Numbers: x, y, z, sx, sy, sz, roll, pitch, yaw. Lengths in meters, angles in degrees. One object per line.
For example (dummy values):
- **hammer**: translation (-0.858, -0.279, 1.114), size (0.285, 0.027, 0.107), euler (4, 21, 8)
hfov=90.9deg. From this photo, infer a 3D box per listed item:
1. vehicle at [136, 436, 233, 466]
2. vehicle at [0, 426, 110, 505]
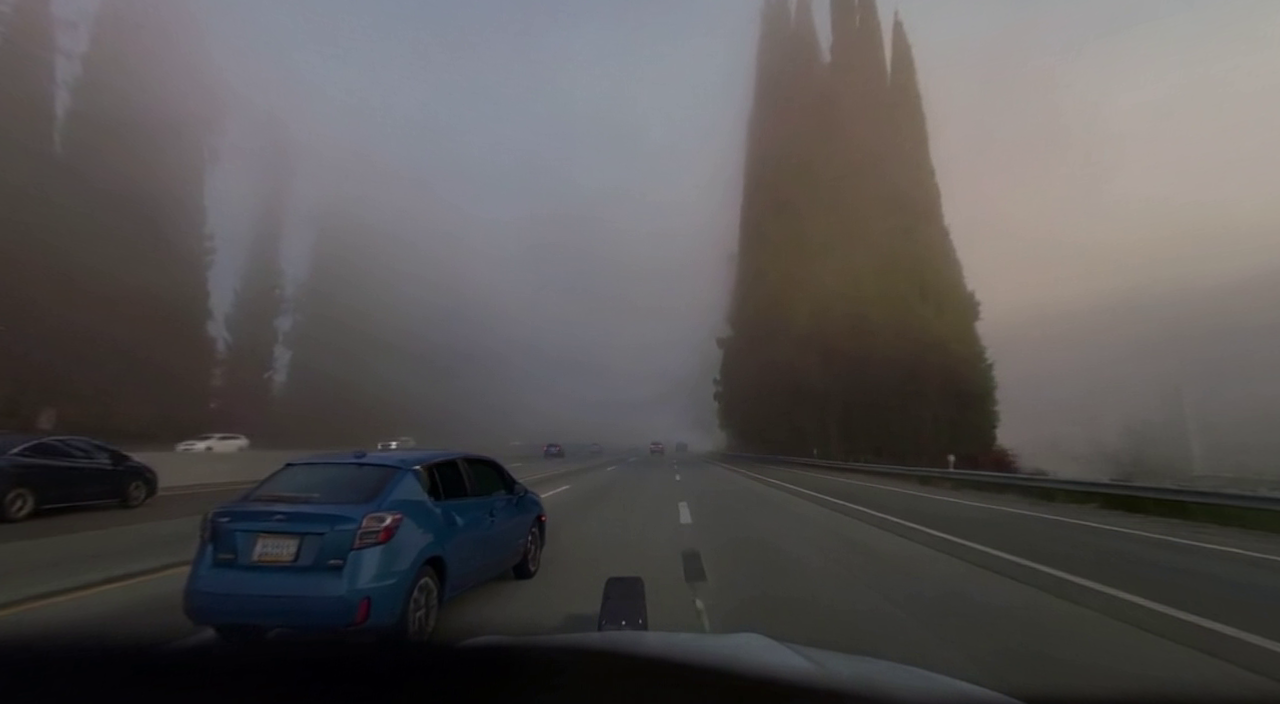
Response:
- **vehicle**: translation (-27.666, 6.029, 38.570), size (2.012, 1.687, 4.997), euler (-1, -8, 3)
- **vehicle**: translation (-13.855, 2.345, 13.043), size (1.902, 1.567, 4.247), euler (-1, -8, 4)
